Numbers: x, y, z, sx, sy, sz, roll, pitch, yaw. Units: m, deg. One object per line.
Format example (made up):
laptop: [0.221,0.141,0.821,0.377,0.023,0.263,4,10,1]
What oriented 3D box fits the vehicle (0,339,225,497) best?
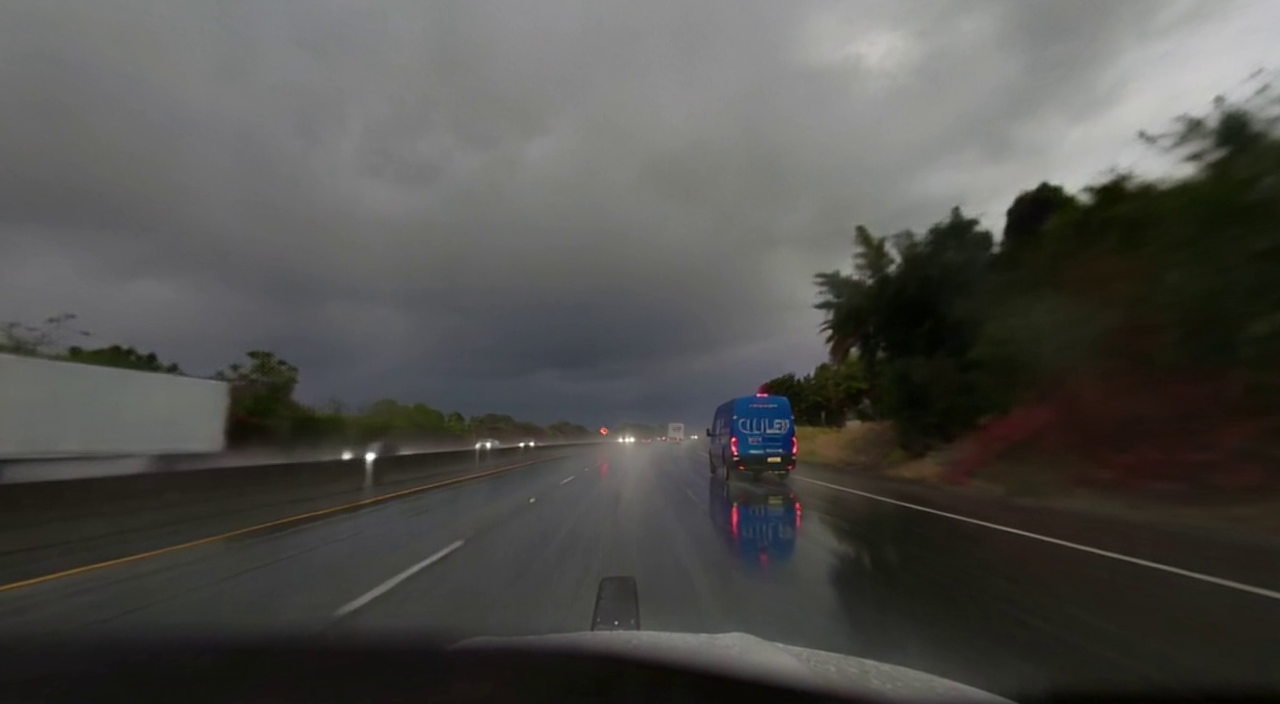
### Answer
vehicle: [-18.301,1.995,18.229,2.910,4.115,14.247,0,-8,0]

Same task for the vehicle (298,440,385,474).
vehicle: [-14.143,4.956,30.141,1.884,1.469,4.674,0,-8,0]

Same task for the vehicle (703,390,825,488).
vehicle: [3.564,2.698,19.548,2.485,2.562,5.535,0,-8,-2]
